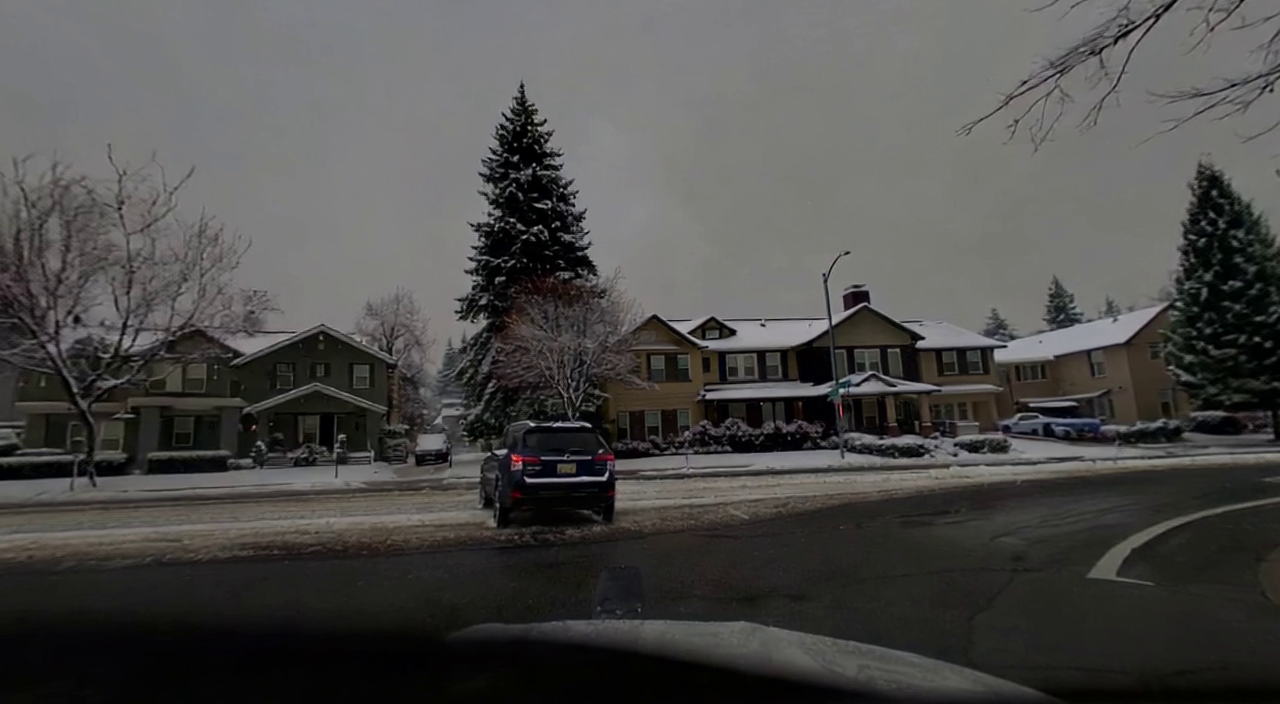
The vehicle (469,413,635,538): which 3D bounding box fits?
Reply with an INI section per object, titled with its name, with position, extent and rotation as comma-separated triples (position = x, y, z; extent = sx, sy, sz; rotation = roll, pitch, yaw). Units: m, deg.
[vehicle]
position = -1.743, 2.045, 11.069
extent = 2.145, 1.695, 4.210
rotation = 3, -9, -18
